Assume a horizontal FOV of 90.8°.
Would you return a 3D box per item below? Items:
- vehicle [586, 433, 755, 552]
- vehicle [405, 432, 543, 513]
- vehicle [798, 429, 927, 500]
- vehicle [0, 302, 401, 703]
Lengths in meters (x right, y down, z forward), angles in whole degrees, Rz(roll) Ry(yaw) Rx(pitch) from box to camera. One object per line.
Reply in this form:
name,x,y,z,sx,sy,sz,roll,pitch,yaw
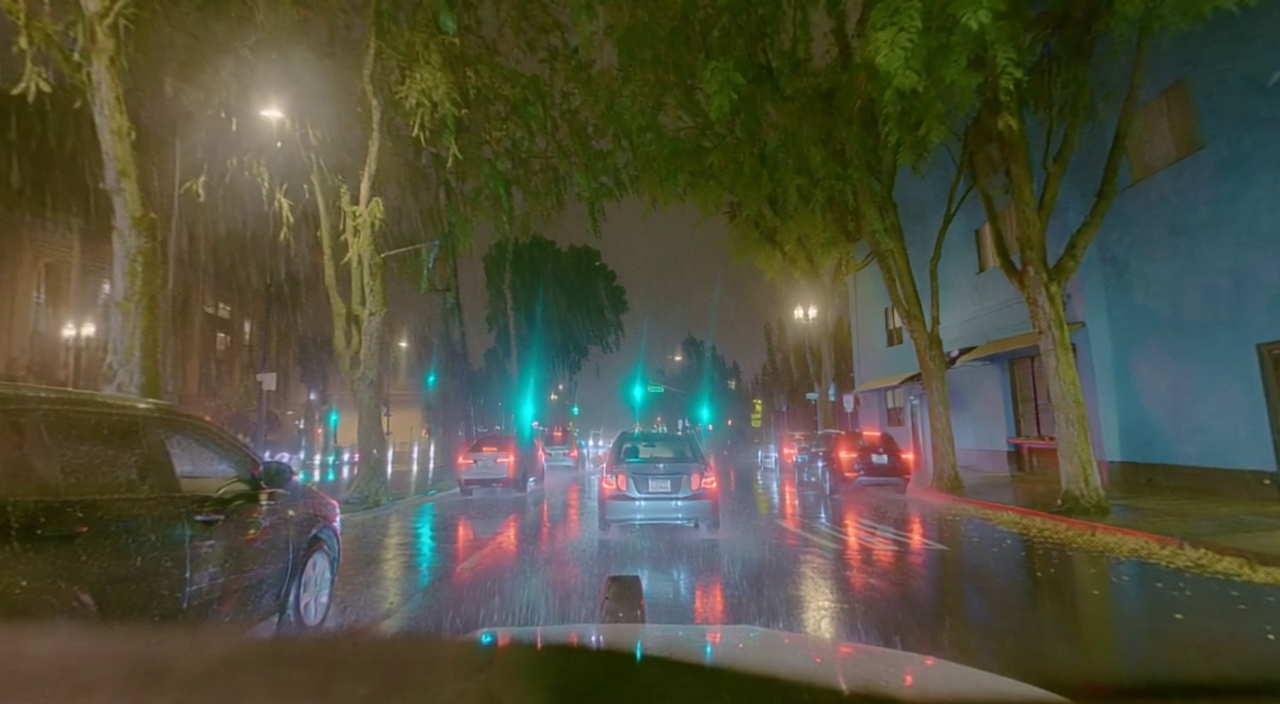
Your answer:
vehicle,0.276,2.028,9.817,2.095,1.438,3.843,0,-9,-3
vehicle,-3.509,2.632,14.322,1.901,1.522,4.556,0,-9,0
vehicle,6.340,3.254,18.676,2.025,1.808,4.579,0,-9,-2
vehicle,-3.268,0.929,3.397,2.152,1.802,4.628,0,-9,0
